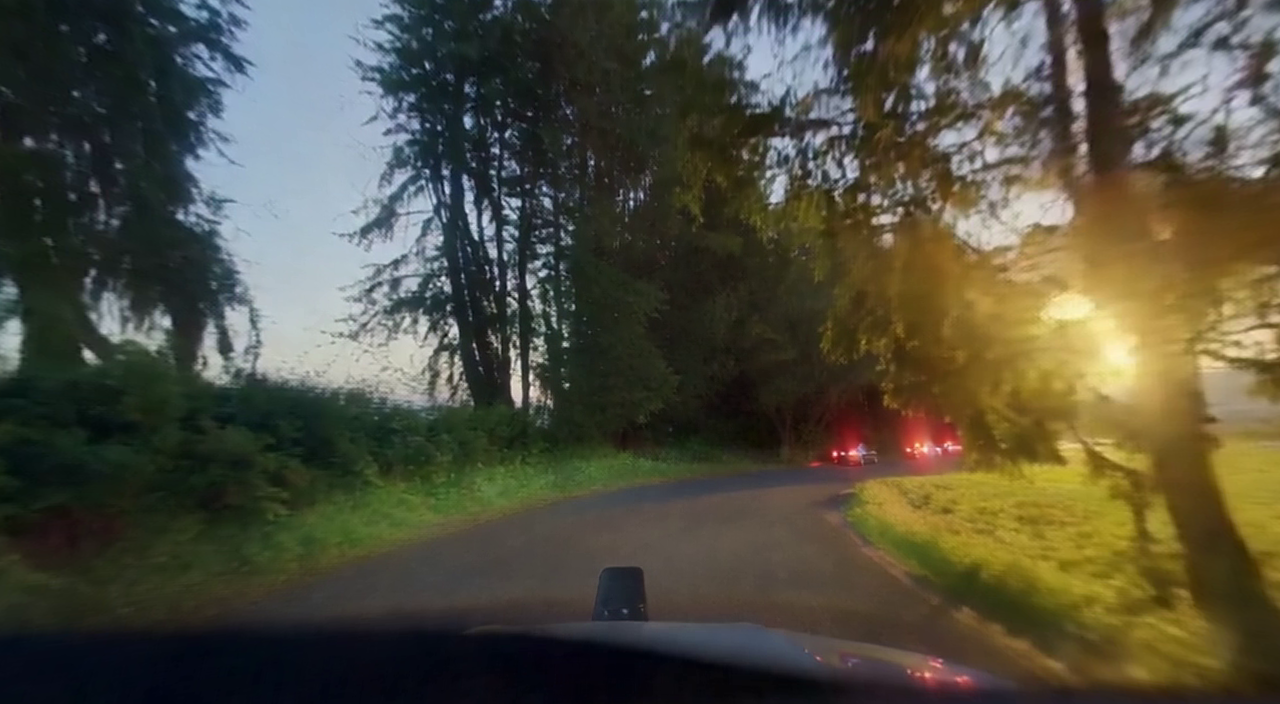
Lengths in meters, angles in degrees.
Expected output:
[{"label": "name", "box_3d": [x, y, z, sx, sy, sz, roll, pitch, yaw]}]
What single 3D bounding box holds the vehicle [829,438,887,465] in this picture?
[{"label": "vehicle", "box_3d": [15.606, 7.064, 44.849, 4.257, 1.789, 1.988, 7, -10, -39]}]
